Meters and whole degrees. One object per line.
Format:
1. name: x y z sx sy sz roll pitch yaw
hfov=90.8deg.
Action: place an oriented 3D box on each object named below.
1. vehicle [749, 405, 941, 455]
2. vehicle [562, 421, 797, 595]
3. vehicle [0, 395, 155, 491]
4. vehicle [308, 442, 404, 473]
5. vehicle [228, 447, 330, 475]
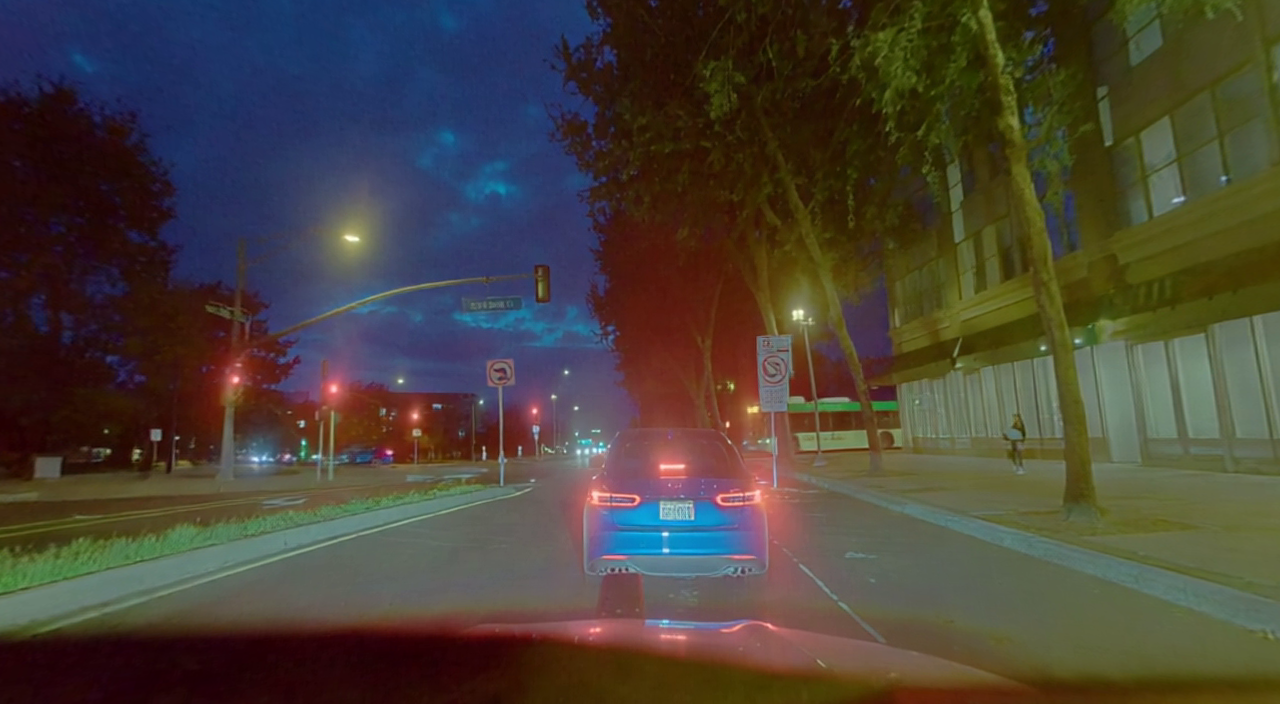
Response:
1. vehicle: 15.702 6.124 49.296 13.811 3.706 2.997 0 -9 1
2. vehicle: 0.375 1.626 7.388 2.006 1.470 3.799 0 -8 1
3. vehicle: -25.946 3.643 25.331 2.692 3.685 10.153 -3 -9 20
4. vehicle: -16.294 6.027 36.395 1.892 1.645 4.561 -8 -11 41
5. vehicle: -20.792 6.288 36.638 1.883 1.461 4.830 -4 -10 27
